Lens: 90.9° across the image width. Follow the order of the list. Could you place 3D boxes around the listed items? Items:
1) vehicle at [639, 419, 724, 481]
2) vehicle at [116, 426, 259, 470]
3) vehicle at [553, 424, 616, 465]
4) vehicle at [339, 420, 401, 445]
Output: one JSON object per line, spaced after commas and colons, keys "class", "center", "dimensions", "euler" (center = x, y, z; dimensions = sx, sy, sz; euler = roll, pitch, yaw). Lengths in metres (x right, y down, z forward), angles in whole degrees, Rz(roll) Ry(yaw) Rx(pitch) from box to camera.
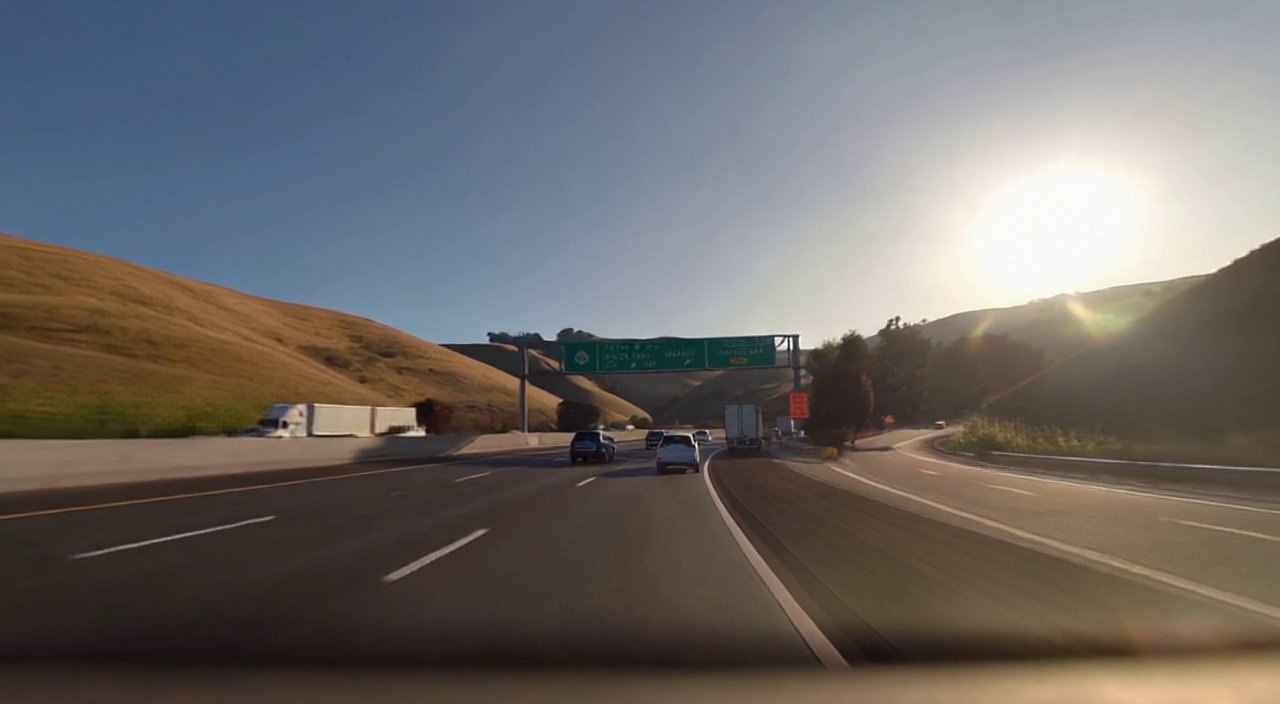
{"class": "vehicle", "center": [1.368, 3.209, 20.937], "dimensions": [2.484, 1.820, 4.497], "euler": [-1, -8, 4]}
{"class": "vehicle", "center": [-16.254, 3.474, 22.991], "dimensions": [1.859, 1.459, 4.281], "euler": [-1, -8, 4]}
{"class": "vehicle", "center": [-2.456, 4.252, 29.091], "dimensions": [2.077, 1.712, 4.406], "euler": [-1, -8, 6]}
{"class": "vehicle", "center": [-21.289, 6.440, 49.963], "dimensions": [2.144, 1.860, 4.918], "euler": [-1, -8, 9]}
